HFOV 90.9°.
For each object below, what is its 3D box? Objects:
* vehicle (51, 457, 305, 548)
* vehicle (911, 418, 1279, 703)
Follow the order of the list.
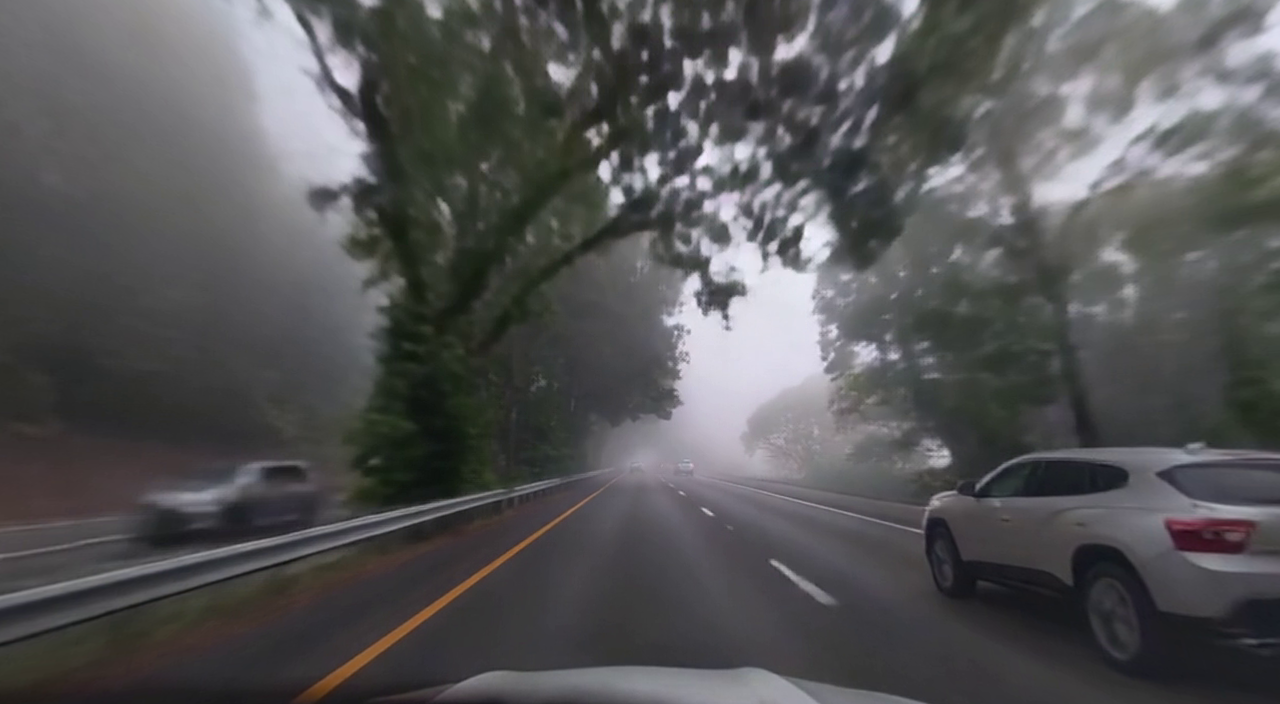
[{"bbox_3d":[-8.674,2.837,12.379,1.924,1.440,3.945,1,-10,0],"label":"vehicle"},{"bbox_3d":[3.684,1.355,4.374,1.825,1.494,3.959,1,-10,0],"label":"vehicle"}]
